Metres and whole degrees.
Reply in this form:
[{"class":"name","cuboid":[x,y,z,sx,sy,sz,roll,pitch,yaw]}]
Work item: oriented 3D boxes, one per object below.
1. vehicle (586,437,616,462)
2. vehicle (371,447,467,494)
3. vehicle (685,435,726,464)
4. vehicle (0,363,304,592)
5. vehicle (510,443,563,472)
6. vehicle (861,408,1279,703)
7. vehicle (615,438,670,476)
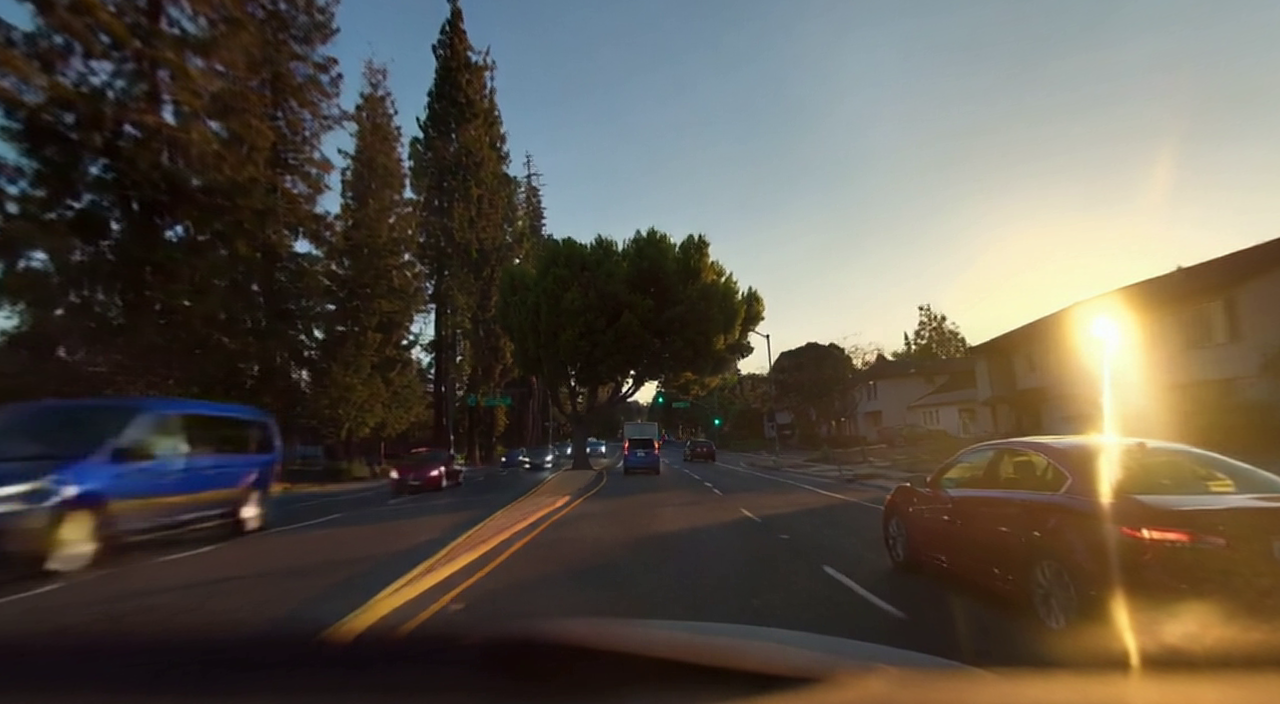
[{"class":"vehicle","cuboid":[-2.848,7.301,47.268,2.083,1.741,5.530,0,-8,-1]},{"class":"vehicle","cuboid":[-7.579,4.082,22.194,2.070,1.454,4.400,0,-8,-4]},{"class":"vehicle","cuboid":[4.300,6.490,42.183,2.187,1.847,4.553,0,-8,-1]},{"class":"vehicle","cuboid":[-8.079,1.812,10.032,2.383,2.558,5.821,0,-8,-2]},{"class":"vehicle","cuboid":[-5.710,5.844,35.396,2.193,1.502,4.913,0,-8,-1]},{"class":"vehicle","cuboid":[3.523,1.286,4.938,1.973,1.447,4.402,0,-8,0]},{"class":"vehicle","cuboid":[0.087,4.391,26.683,2.114,1.483,4.207,0,-8,0]}]
